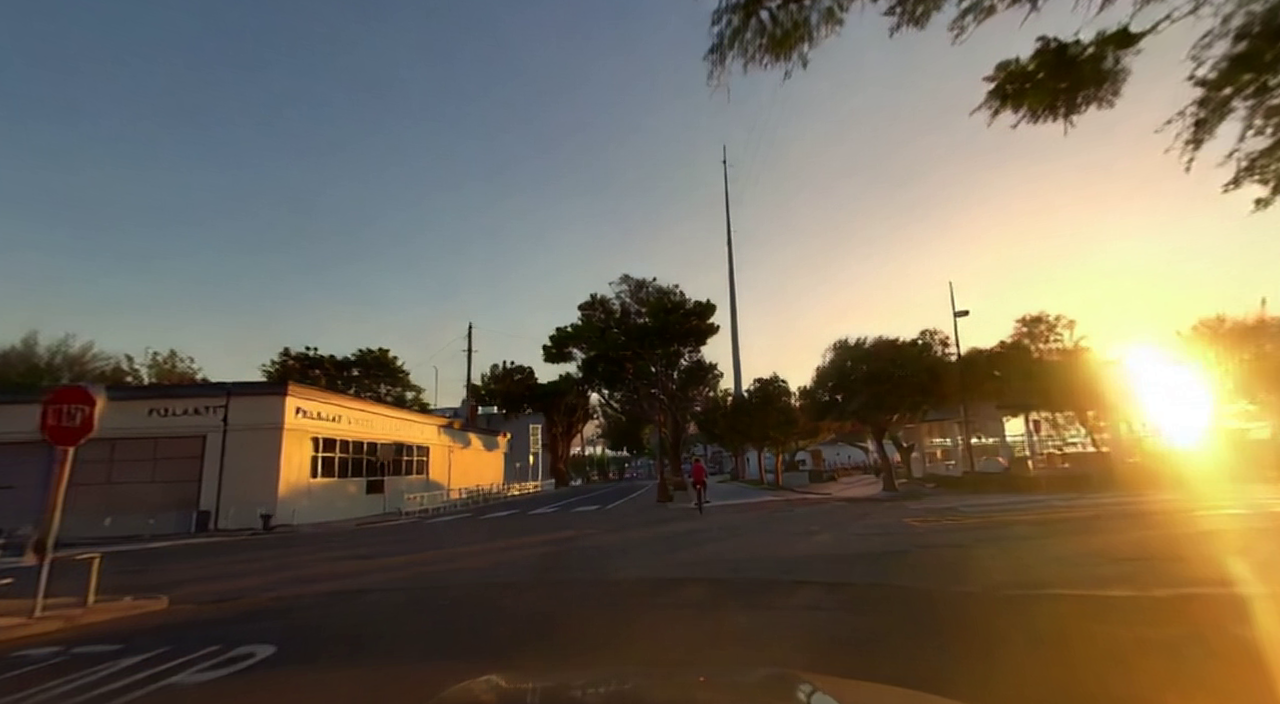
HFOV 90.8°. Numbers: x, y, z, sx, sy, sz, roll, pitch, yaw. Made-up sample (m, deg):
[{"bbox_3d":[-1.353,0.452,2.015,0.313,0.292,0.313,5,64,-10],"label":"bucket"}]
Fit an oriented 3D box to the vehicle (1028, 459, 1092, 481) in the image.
[{"bbox_3d":[32.364,9.093,48.710,3.794,1.403,1.636,-2,-10,-5],"label":"vehicle"}]
